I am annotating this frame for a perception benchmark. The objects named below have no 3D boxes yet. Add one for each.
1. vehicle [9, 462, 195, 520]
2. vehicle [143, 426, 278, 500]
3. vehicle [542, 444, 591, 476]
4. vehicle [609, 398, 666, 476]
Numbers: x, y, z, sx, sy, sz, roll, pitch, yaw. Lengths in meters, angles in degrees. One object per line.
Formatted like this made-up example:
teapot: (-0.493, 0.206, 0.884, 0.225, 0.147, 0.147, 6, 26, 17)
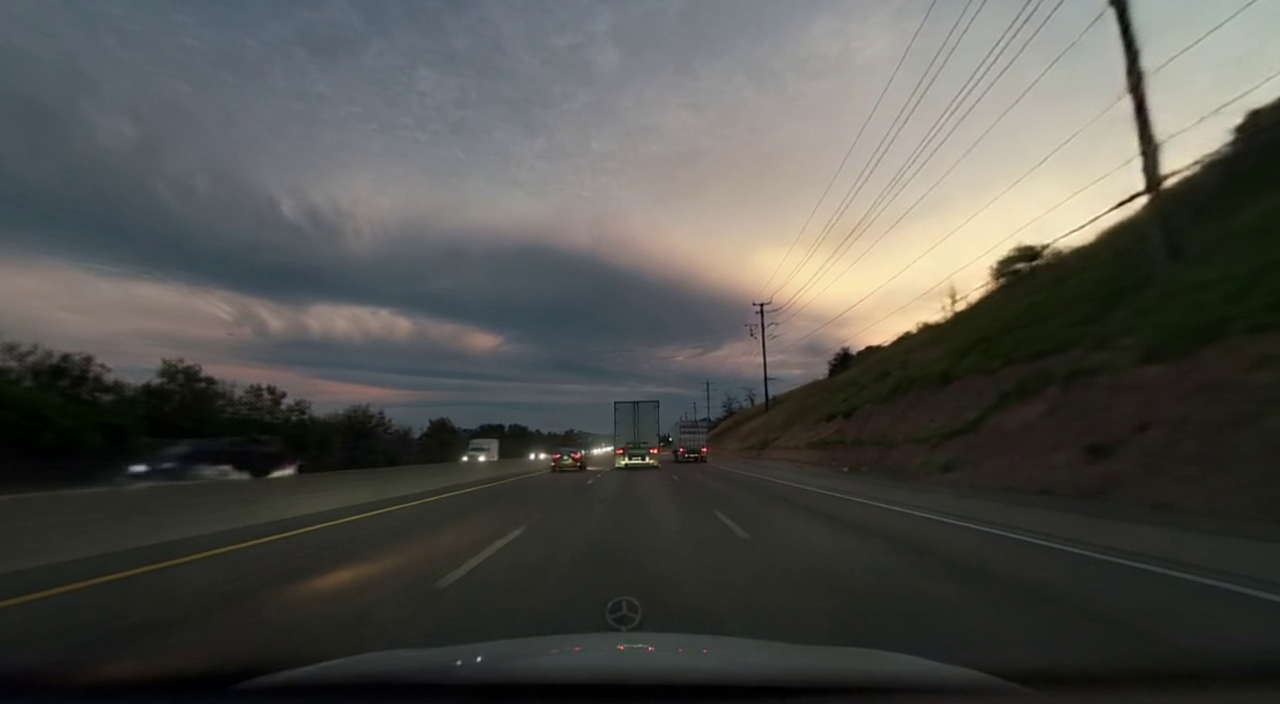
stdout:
vehicle: (-17.053, 4.387, 20.402, 1.870, 1.513, 4.752, 0, -9, -1)
vehicle: (-17.230, 4.470, 25.681, 2.348, 2.689, 4.216, 0, -9, 1)
vehicle: (-4.079, 6.064, 35.686, 2.170, 1.657, 4.573, 0, -9, 1)
vehicle: (-0.065, 5.273, 38.362, 2.985, 4.025, 10.982, 0, -9, 1)
